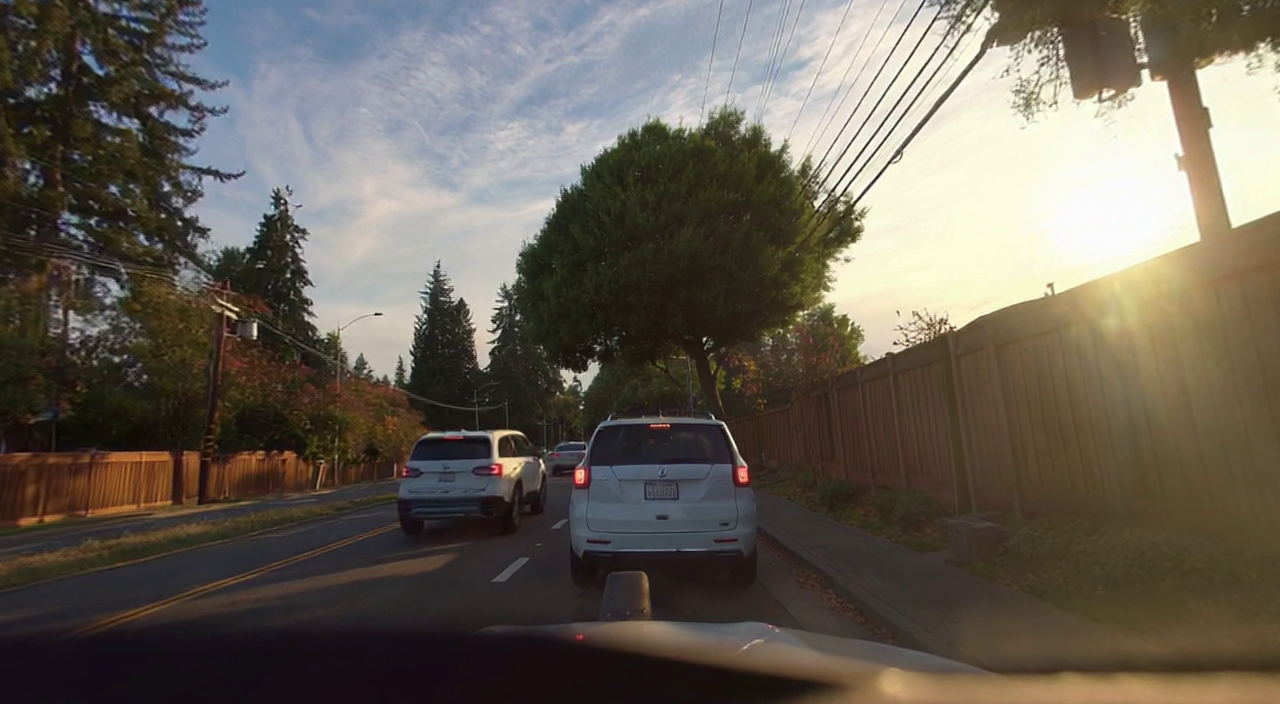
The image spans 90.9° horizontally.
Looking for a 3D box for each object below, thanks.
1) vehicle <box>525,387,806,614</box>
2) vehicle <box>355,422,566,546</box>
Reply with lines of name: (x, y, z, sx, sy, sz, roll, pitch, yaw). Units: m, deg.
vehicle: (0.195, 1.461, 7.028, 2.174, 1.749, 4.113, 0, -9, 0)
vehicle: (-2.716, 2.144, 10.942, 2.176, 1.653, 4.666, 0, -9, 2)
